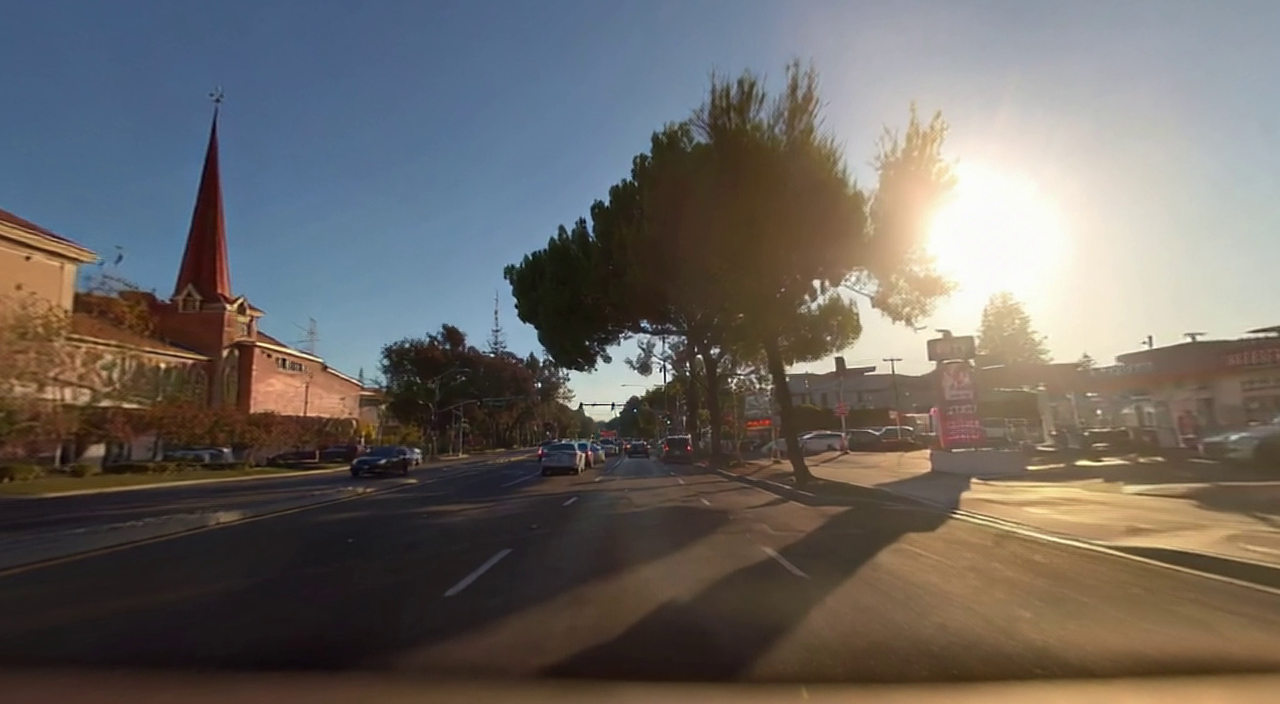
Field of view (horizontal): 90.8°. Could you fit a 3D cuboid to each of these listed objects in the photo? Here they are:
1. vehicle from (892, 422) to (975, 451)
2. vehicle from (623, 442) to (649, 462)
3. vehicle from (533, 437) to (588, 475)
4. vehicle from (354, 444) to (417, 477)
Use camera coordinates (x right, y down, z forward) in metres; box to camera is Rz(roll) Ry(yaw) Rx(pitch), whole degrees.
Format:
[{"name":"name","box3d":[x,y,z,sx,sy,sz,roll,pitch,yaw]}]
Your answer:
[{"name":"vehicle","box3d":[23.032,6.665,49.743,5.314,2.134,2.261,0,-8,1]},{"name":"vehicle","box3d":[-0.365,7.892,49.909,1.976,1.509,3.647,0,-8,-2]},{"name":"vehicle","box3d":[-3.739,5.001,30.537,2.040,1.661,4.573,0,-8,0]},{"name":"vehicle","box3d":[-14.790,6.320,36.968,1.891,1.670,4.333,-4,-8,0]}]
